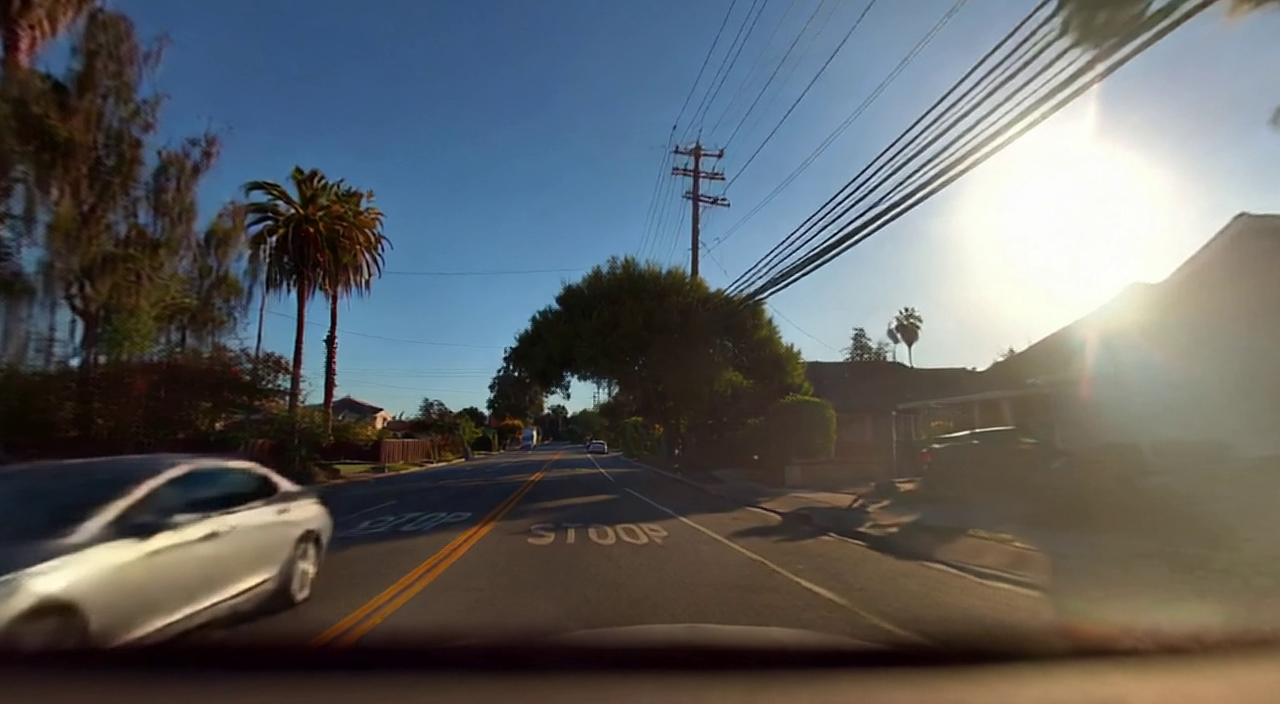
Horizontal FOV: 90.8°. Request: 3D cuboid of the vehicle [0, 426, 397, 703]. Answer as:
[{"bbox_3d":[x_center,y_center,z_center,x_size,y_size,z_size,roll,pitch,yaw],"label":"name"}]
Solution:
[{"bbox_3d":[-3.877,1.460,5.321,2.061,1.510,4.457,0,-9,-3],"label":"vehicle"}]
